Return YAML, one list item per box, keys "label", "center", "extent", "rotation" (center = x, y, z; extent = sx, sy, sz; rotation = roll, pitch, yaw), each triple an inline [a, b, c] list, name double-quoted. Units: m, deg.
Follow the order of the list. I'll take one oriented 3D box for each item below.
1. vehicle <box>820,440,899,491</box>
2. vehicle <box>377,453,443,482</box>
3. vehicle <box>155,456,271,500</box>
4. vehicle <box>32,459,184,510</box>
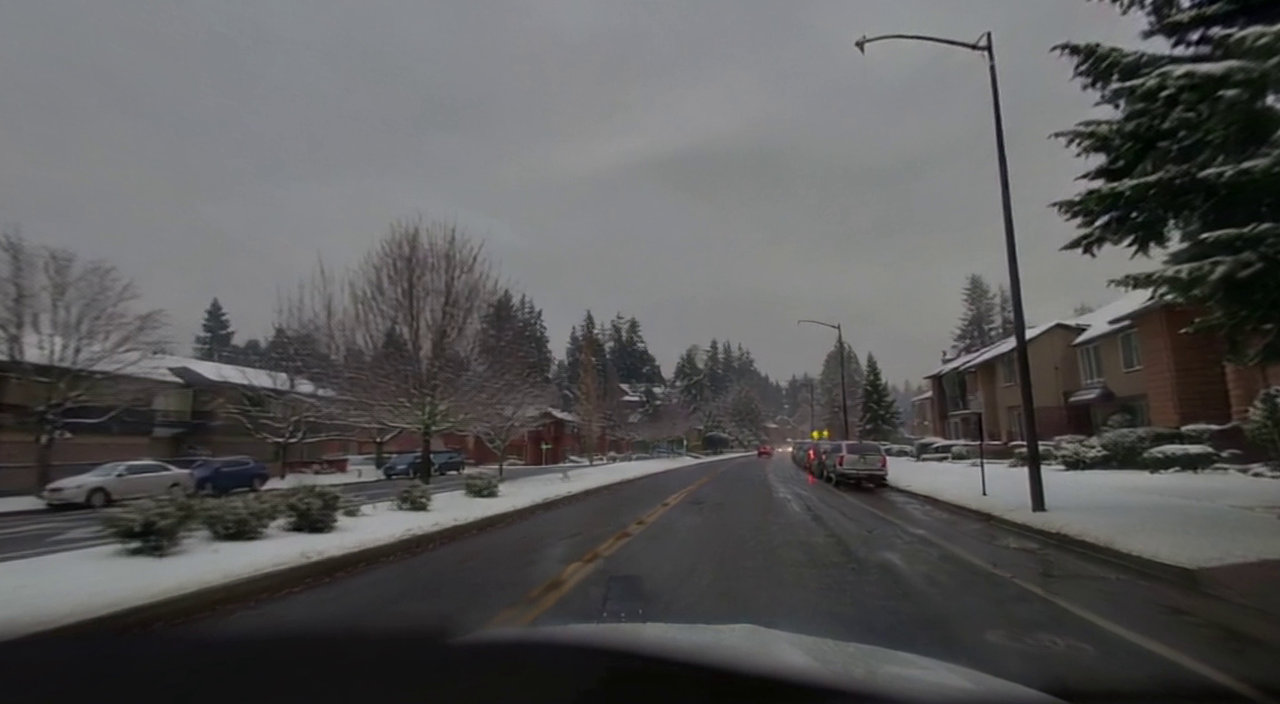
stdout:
- label: "vehicle"
  center: [7.843, 4.053, 22.876]
  extent: [2.011, 1.649, 4.001]
  rotation: [-2, -9, 10]
- label: "vehicle"
  center: [-16.416, 8.256, 45.366]
  extent: [2.060, 1.814, 5.097]
  rotation: [-2, -9, 11]
- label: "vehicle"
  center: [-19.597, 5.750, 29.186]
  extent: [1.886, 1.777, 4.273]
  rotation: [-2, -9, 10]
- label: "vehicle"
  center: [-20.316, 5.031, 24.336]
  extent: [1.809, 1.677, 4.253]
  rotation: [-1, -8, 7]
